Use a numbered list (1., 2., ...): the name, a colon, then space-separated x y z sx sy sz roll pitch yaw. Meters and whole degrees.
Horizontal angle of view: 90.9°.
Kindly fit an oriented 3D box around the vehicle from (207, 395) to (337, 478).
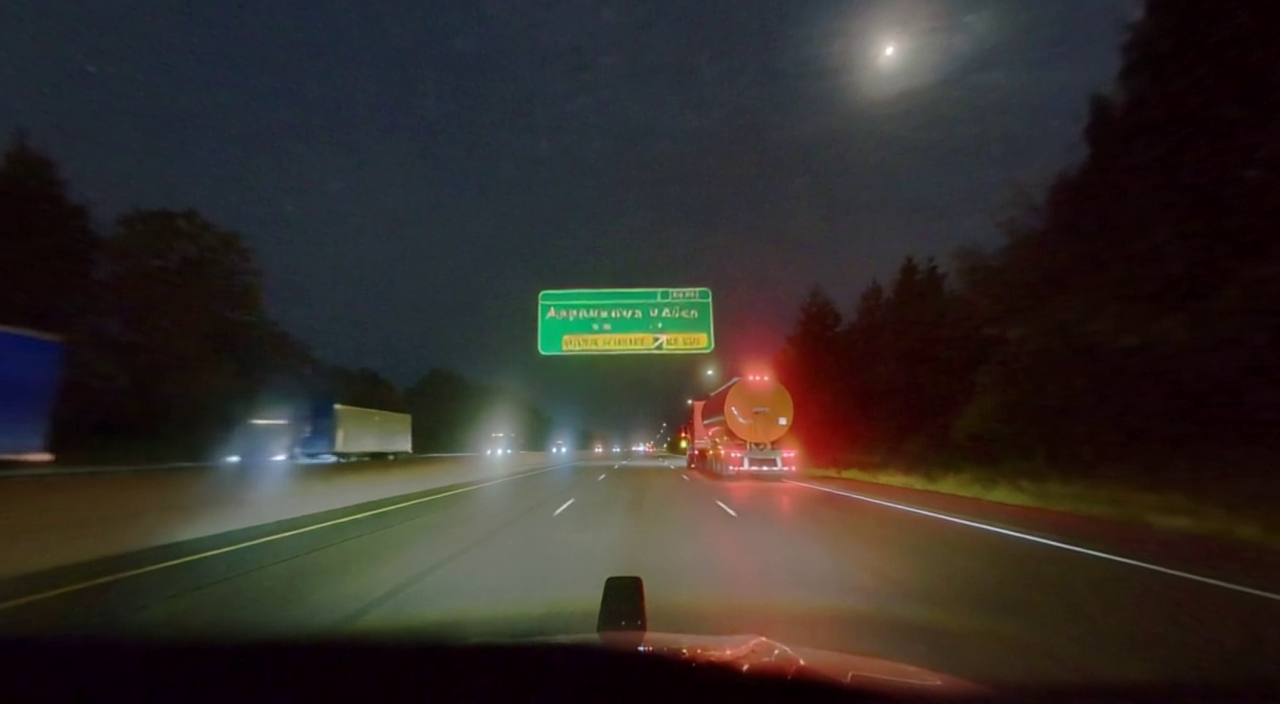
1. vehicle: -18.397 4.335 32.030 2.996 3.818 5.801 0 -9 -1

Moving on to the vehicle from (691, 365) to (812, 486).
1. vehicle: 4.378 3.553 28.440 2.784 4.080 13.516 -1 -9 -1
